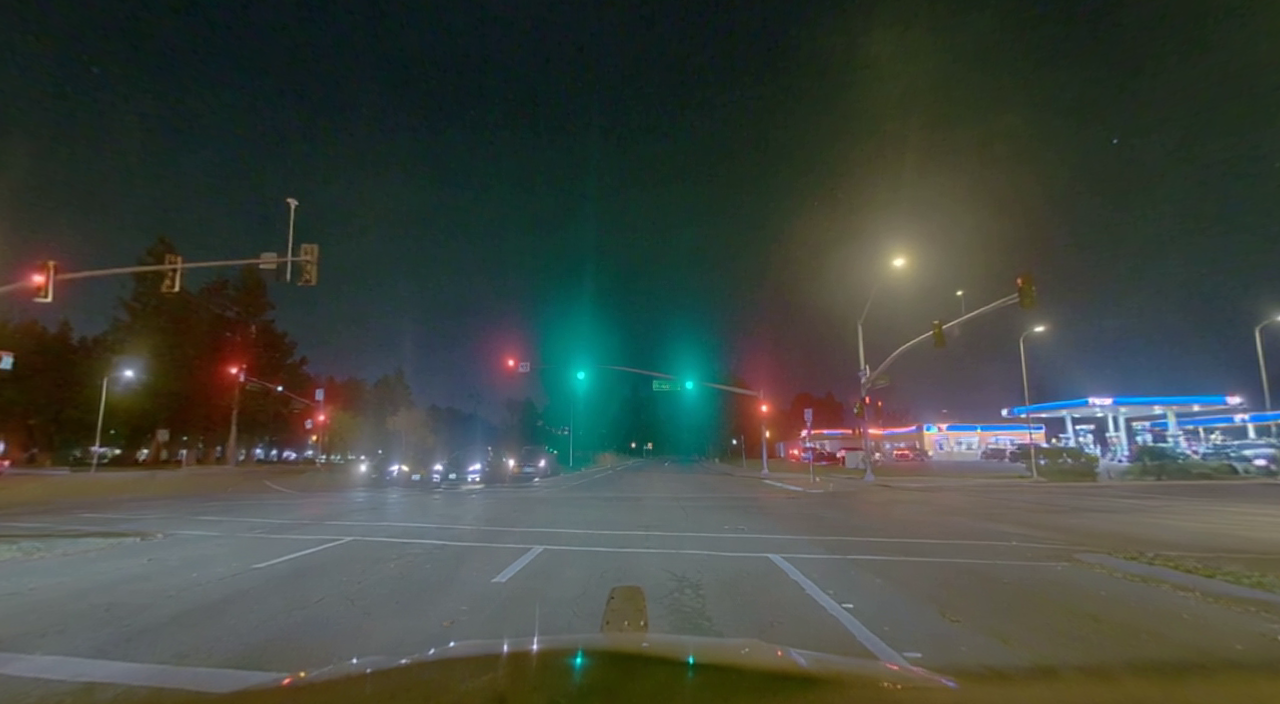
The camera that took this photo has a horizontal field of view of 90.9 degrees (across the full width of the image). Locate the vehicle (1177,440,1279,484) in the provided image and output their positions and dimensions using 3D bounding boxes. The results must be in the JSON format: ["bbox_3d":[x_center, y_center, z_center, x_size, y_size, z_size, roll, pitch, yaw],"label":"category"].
[{"bbox_3d":[22.091,3.783,21.841,4.716,1.455,2.060,-3,-9,17],"label":"vehicle"}]
